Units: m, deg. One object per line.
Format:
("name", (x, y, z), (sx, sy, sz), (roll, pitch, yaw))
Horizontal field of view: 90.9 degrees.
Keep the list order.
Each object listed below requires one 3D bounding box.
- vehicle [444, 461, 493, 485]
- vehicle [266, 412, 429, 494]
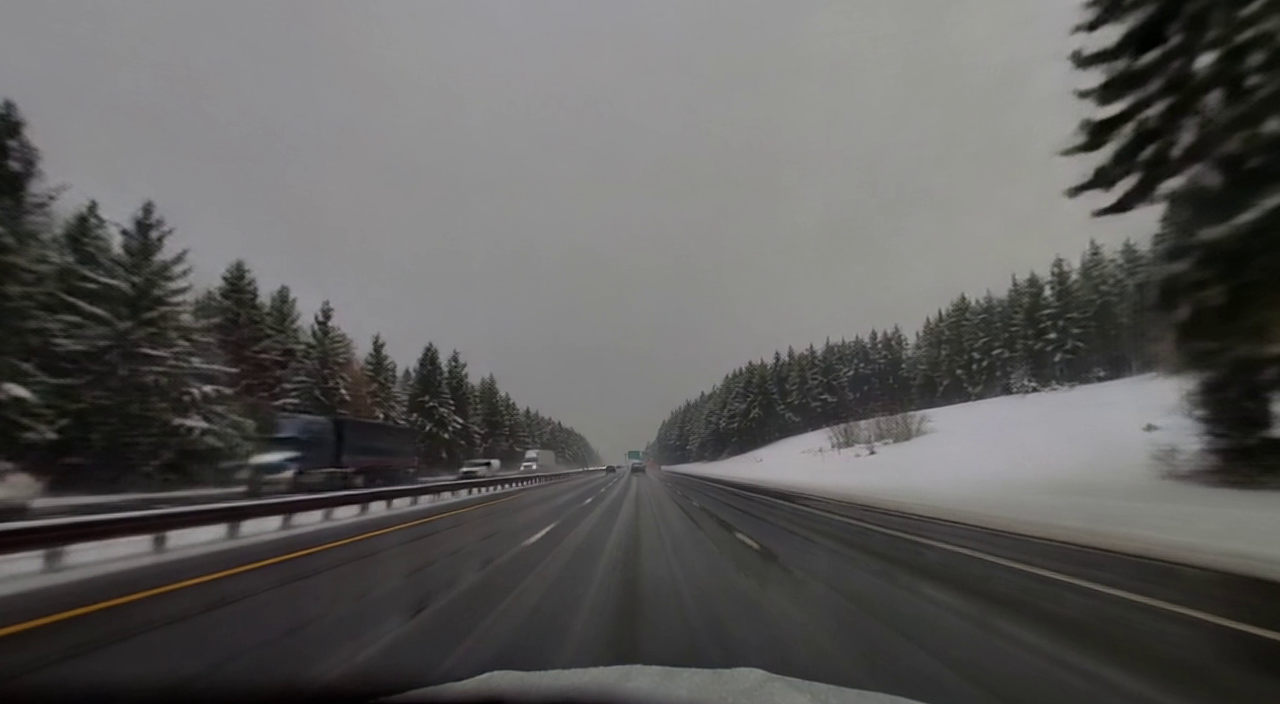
("vehicle", (-12.077, 8.569, 44.762), (2.189, 1.563, 4.504), (0, -10, 0))
("vehicle", (-16.689, 6.230, 37.958), (2.926, 3.957, 14.303), (1, -11, 0))
